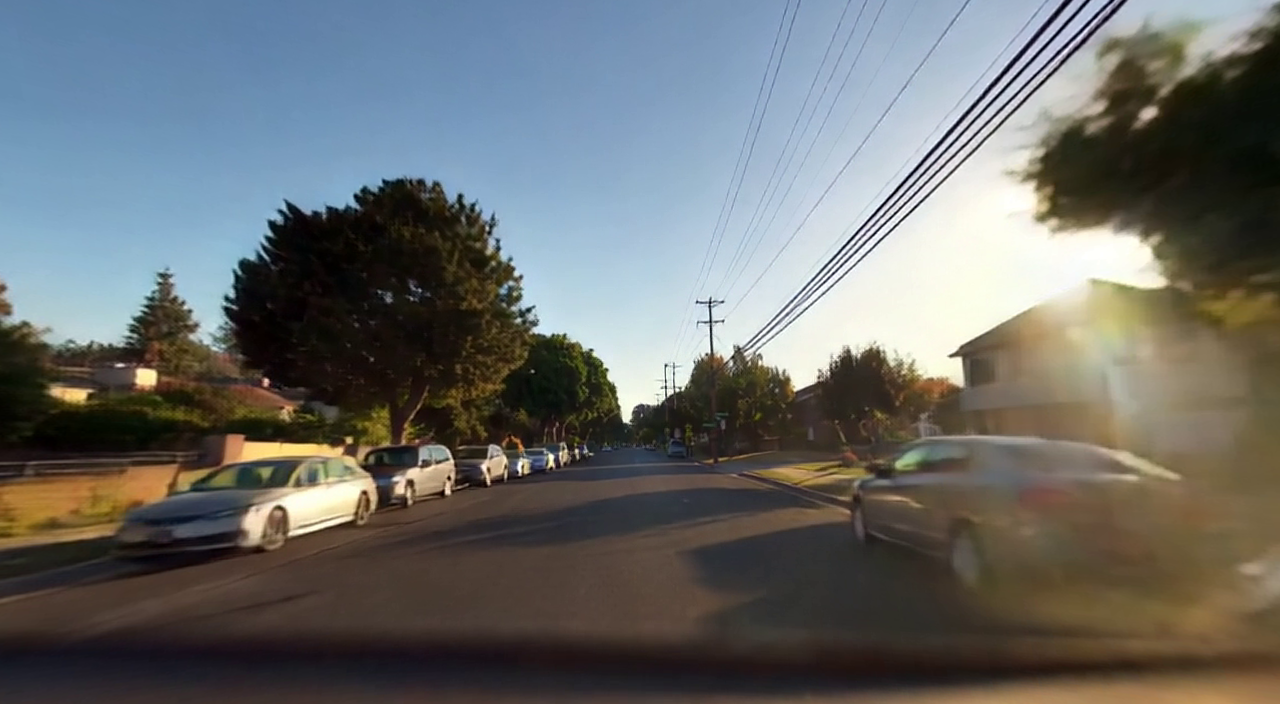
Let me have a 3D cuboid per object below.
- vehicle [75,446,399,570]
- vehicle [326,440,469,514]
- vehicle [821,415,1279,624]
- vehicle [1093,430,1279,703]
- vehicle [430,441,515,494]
[{"bbox_3d":[-6.079,2.350,10.473,2.231,1.492,4.727,1,-8,0],"label":"vehicle"},{"bbox_3d":[-6.118,3.163,16.599,1.932,1.673,4.457,0,-8,1],"label":"vehicle"},{"bbox_3d":[3.928,1.681,7.494,2.006,1.607,5.068,0,-9,0],"label":"vehicle"},{"bbox_3d":[3.714,0.910,1.702,1.851,1.438,4.177,0,-9,0],"label":"vehicle"},{"bbox_3d":[-6.051,4.183,23.364,1.848,1.698,4.482,0,-8,1],"label":"vehicle"}]
